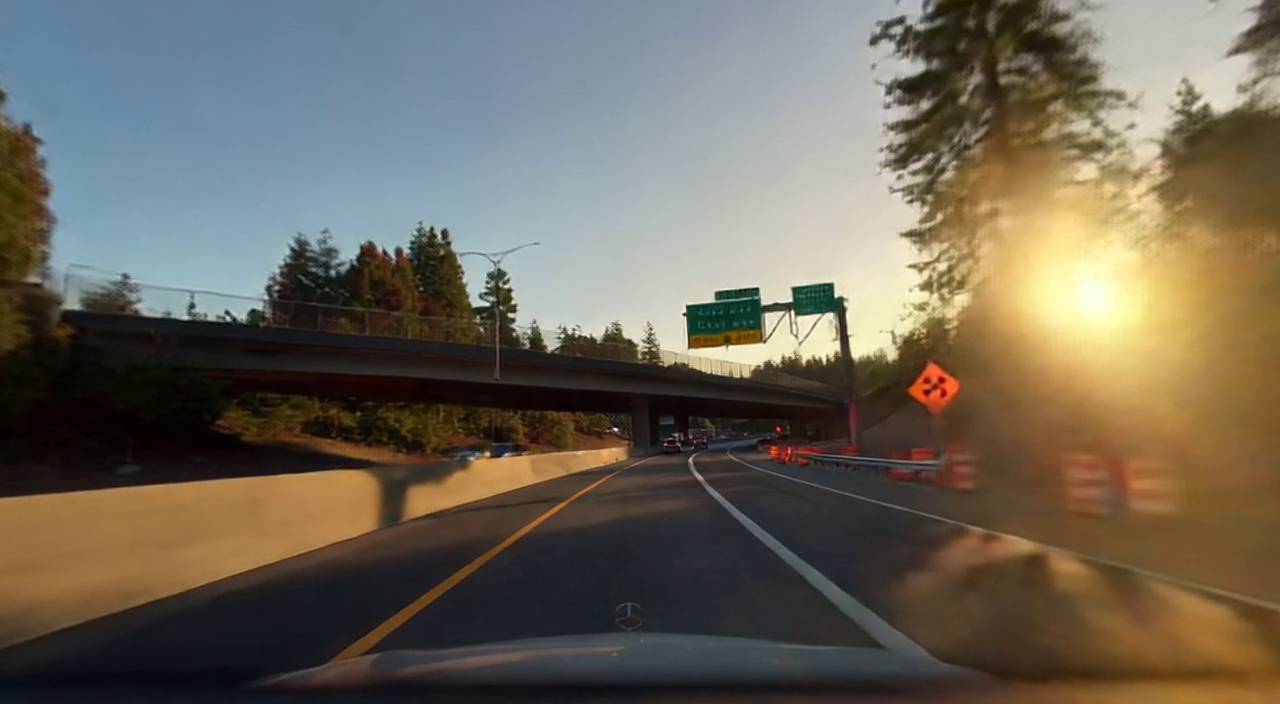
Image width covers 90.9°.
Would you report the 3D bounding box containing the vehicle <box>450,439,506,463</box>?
[{"bbox_3d":[-12.288,7.511,48.205,2.324,1.720,5.521,-1,-8,6],"label":"vehicle"}]
